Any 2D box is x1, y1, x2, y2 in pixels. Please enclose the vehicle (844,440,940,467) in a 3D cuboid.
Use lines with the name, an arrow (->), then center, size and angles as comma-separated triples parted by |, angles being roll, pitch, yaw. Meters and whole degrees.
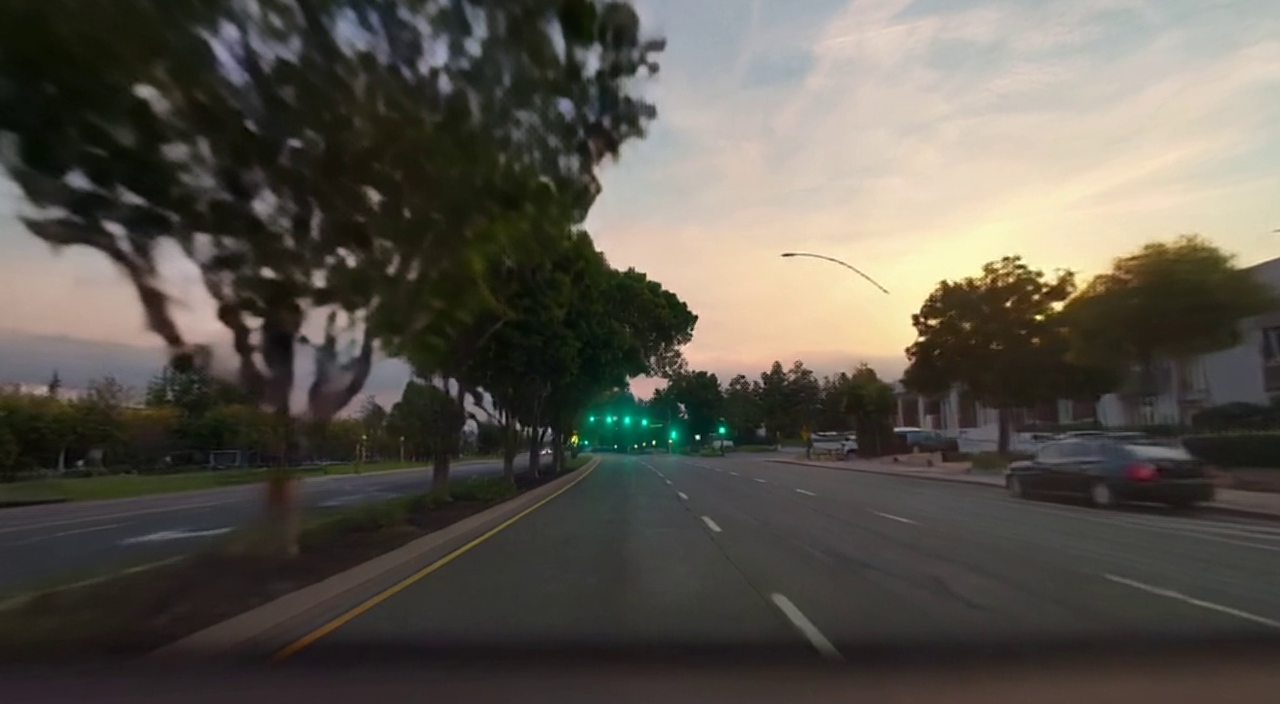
vehicle -> 15.357, 6.191, 38.569 | 4.982, 1.441, 1.951 | -1, -9, -2

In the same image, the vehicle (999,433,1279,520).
vehicle -> 10.688, 2.658, 14.094 | 2.034, 1.551, 5.228 | 1, -9, -3
